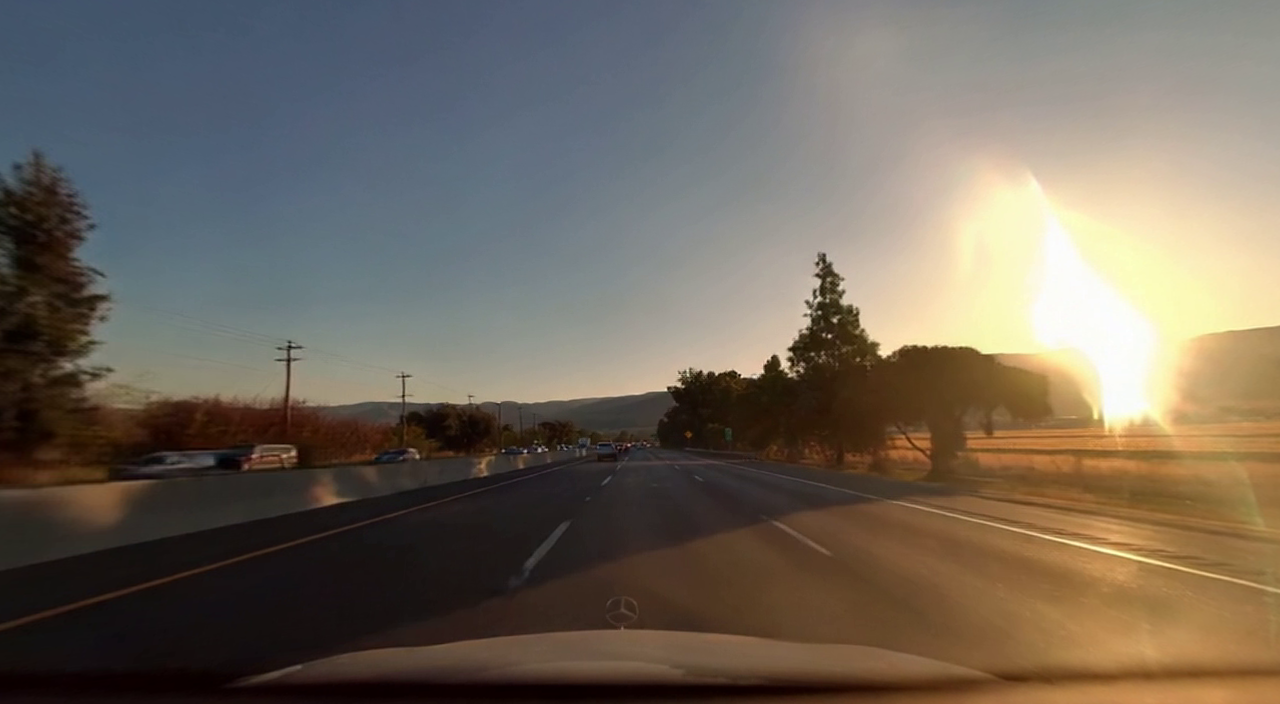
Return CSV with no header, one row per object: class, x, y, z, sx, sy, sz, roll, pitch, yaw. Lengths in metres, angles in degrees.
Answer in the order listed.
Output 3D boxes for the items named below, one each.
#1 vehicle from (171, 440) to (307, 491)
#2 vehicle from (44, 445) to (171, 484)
vehicle,-16.452,4.635,26.277,2.103,1.793,5.213,-3,-8,2
vehicle,-24.857,5.253,29.676,1.933,1.674,4.573,0,-8,0
